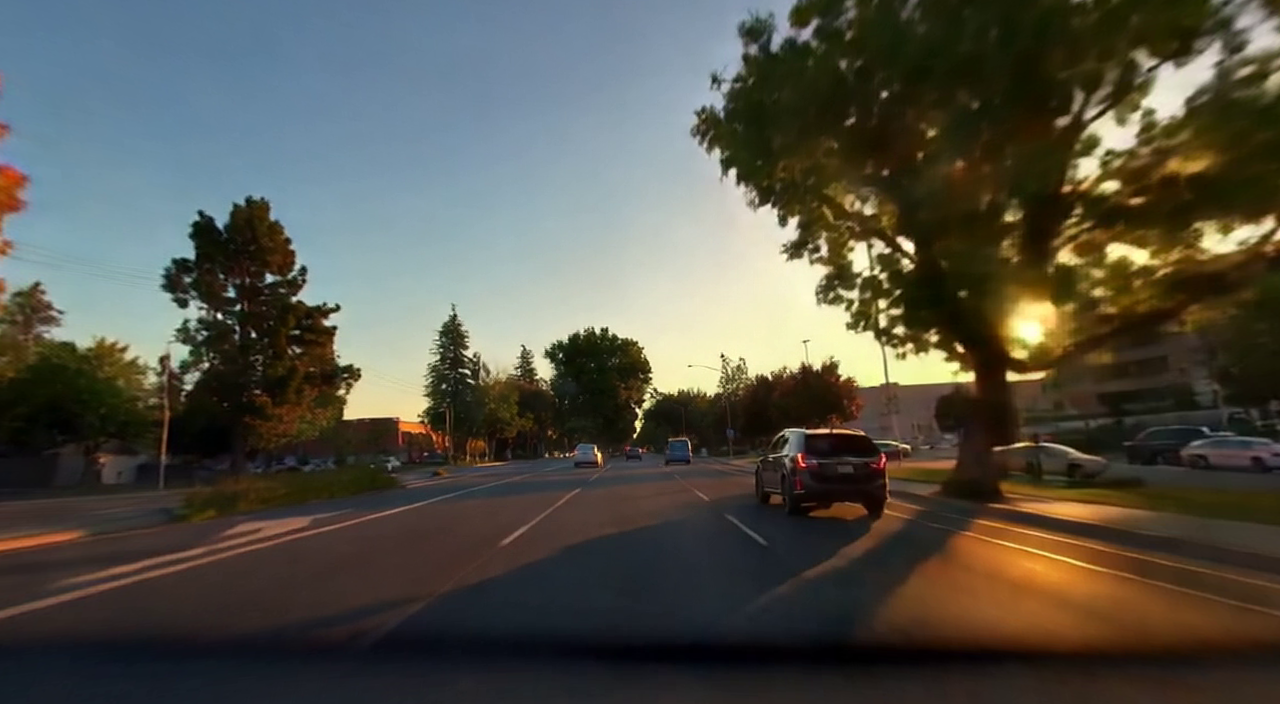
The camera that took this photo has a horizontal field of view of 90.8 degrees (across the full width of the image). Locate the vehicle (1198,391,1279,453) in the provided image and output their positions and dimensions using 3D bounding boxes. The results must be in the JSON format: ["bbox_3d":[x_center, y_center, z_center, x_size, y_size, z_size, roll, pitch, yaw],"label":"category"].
[{"bbox_3d":[36.805,4.071,36.823,5.871,3.300,2.842,0,-11,-9],"label":"vehicle"}]

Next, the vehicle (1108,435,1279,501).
[{"bbox_3d":[16.293,3.259,17.959,4.407,1.494,1.799,-4,-9,1],"label":"vehicle"}]

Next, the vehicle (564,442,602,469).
[{"bbox_3d":[-3.982,7.377,45.037,2.220,1.793,4.885,0,-9,1],"label":"vehicle"}]

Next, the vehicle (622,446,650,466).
[{"bbox_3d":[-0.318,7.934,48.448,2.074,1.463,4.016,0,-9,-1],"label":"vehicle"}]

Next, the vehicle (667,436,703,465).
[{"bbox_3d":[3.338,7.483,48.019,2.197,2.034,4.667,0,-9,-2],"label":"vehicle"}]

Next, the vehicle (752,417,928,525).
[{"bbox_3d":[3.768,2.335,12.895,2.060,1.816,4.343,0,-9,-1],"label":"vehicle"}]
